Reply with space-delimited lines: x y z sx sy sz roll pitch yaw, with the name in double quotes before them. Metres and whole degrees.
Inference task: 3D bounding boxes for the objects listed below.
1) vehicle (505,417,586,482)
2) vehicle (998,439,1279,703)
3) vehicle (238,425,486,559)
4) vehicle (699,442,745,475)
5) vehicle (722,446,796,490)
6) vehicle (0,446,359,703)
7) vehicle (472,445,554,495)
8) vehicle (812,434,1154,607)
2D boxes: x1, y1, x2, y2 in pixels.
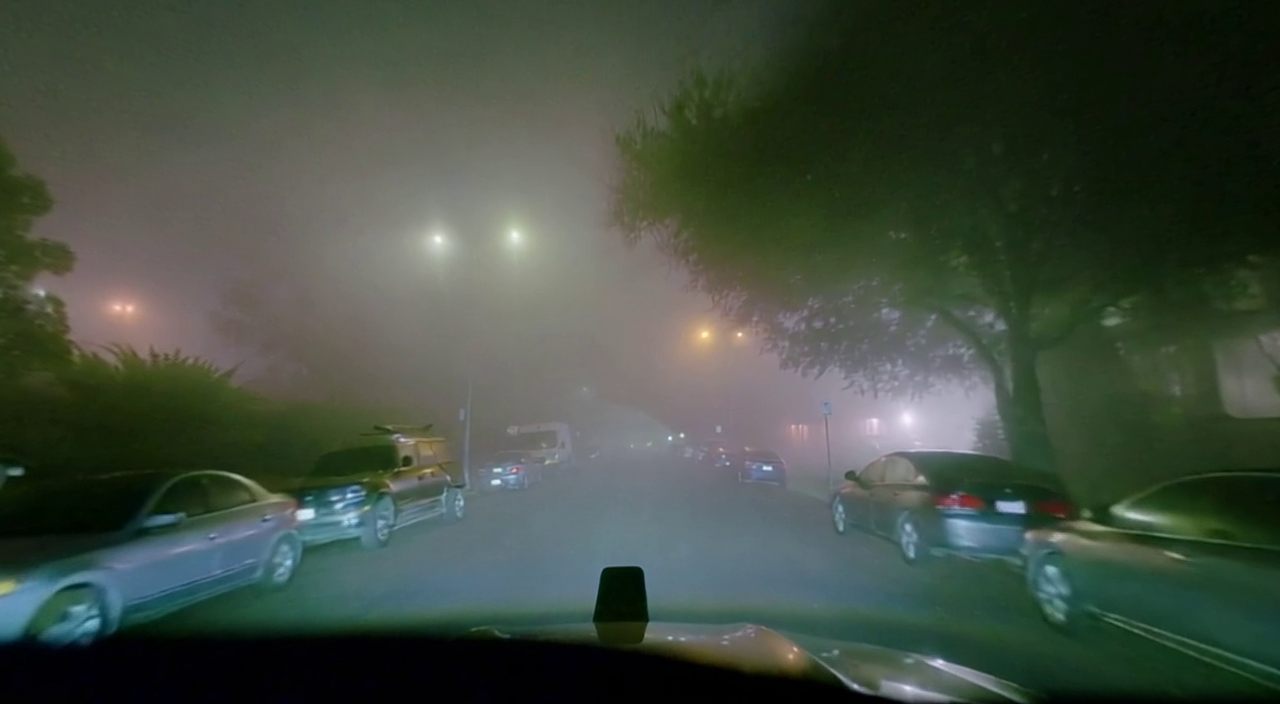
"vehicle" -4.320 4.609 29.853 2.470 2.613 5.989 -4 -9 4
"vehicle" 4.170 1.230 3.427 1.852 1.487 4.327 0 -8 0
"vehicle" -4.600 2.372 11.591 2.154 1.796 5.294 -2 -8 0
"vehicle" 4.211 5.537 32.961 1.839 1.520 4.498 3 -8 1
"vehicle" 4.263 4.206 23.180 1.846 1.351 4.272 2 -8 -1
"vehicle" -4.651 1.695 5.803 2.008 1.524 4.602 -1 -8 0
"vehicle" -4.680 4.381 23.860 2.023 1.568 4.942 -3 -9 1
"vehicle" 4.121 2.033 8.669 2.068 1.532 4.663 5 -8 0
